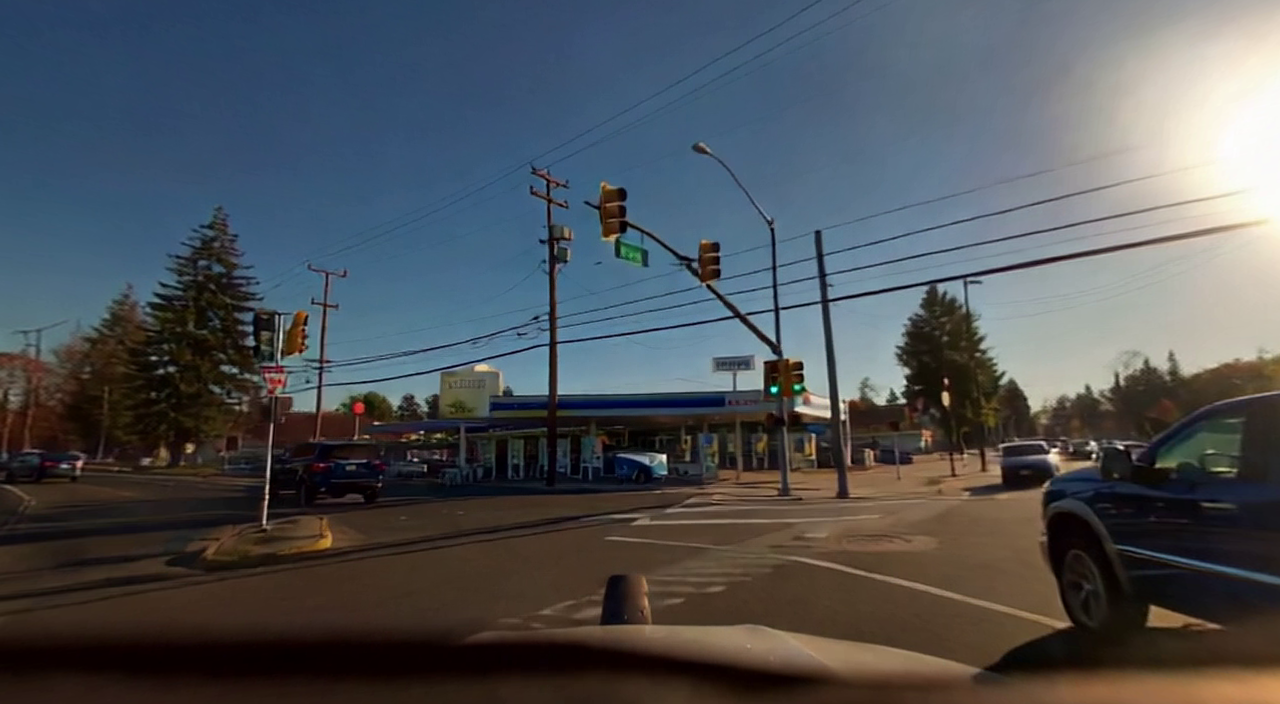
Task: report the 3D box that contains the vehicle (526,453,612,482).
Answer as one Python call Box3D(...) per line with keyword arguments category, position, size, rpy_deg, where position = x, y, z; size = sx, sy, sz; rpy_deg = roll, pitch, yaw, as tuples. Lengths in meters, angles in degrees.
Box3D(category="vehicle", position=(-4.054, 6.618, 36.468), size=(4.661, 1.480, 1.913), rpy_deg=(7, -11, -41))

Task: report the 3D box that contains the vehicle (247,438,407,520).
Box3D(category="vehicle", position=(-8.499, 3.272, 16.912), size=(4.889, 1.842, 2.141), rpy_deg=(-8, -12, 43))

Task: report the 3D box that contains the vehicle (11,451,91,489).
Box3D(category="vehicle", position=(-29.759, 5.897, 31.782), size=(4.498, 1.725, 1.921), rpy_deg=(-6, -11, 35))

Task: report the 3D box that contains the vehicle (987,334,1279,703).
Box3D(category="vehicle", position=(4.002, 0.759, 2.427), size=(2.036, 1.818, 5.192), rpy_deg=(0, -9, -4))

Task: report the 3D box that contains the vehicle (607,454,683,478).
Box3D(category="vehicle", position=(0.324, 7.084, 39.356), size=(4.495, 1.399, 1.715), rpy_deg=(4, -9, -25))
